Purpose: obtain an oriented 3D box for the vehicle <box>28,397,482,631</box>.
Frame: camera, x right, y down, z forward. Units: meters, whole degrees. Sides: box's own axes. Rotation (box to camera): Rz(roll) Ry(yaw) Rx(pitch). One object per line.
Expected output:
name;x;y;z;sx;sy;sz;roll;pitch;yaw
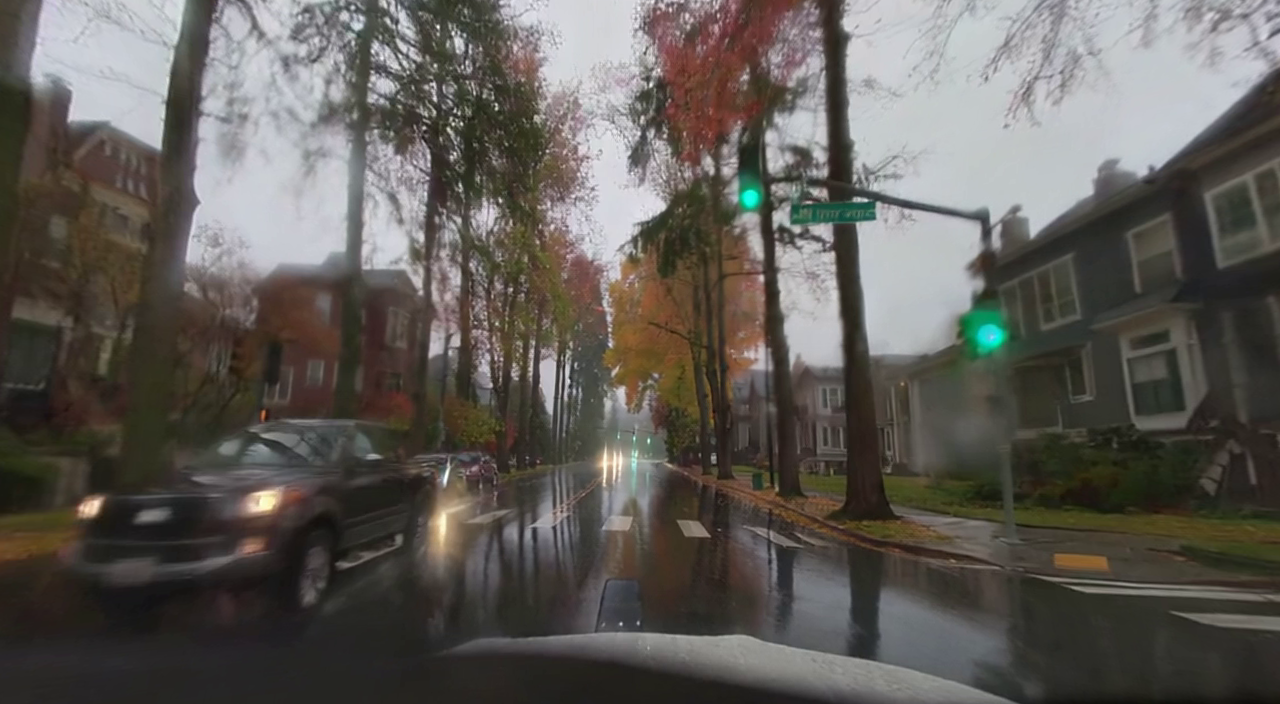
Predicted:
vehicle;-3.356;1.508;6.895;2.033;1.662;4.557;0;-9;0
